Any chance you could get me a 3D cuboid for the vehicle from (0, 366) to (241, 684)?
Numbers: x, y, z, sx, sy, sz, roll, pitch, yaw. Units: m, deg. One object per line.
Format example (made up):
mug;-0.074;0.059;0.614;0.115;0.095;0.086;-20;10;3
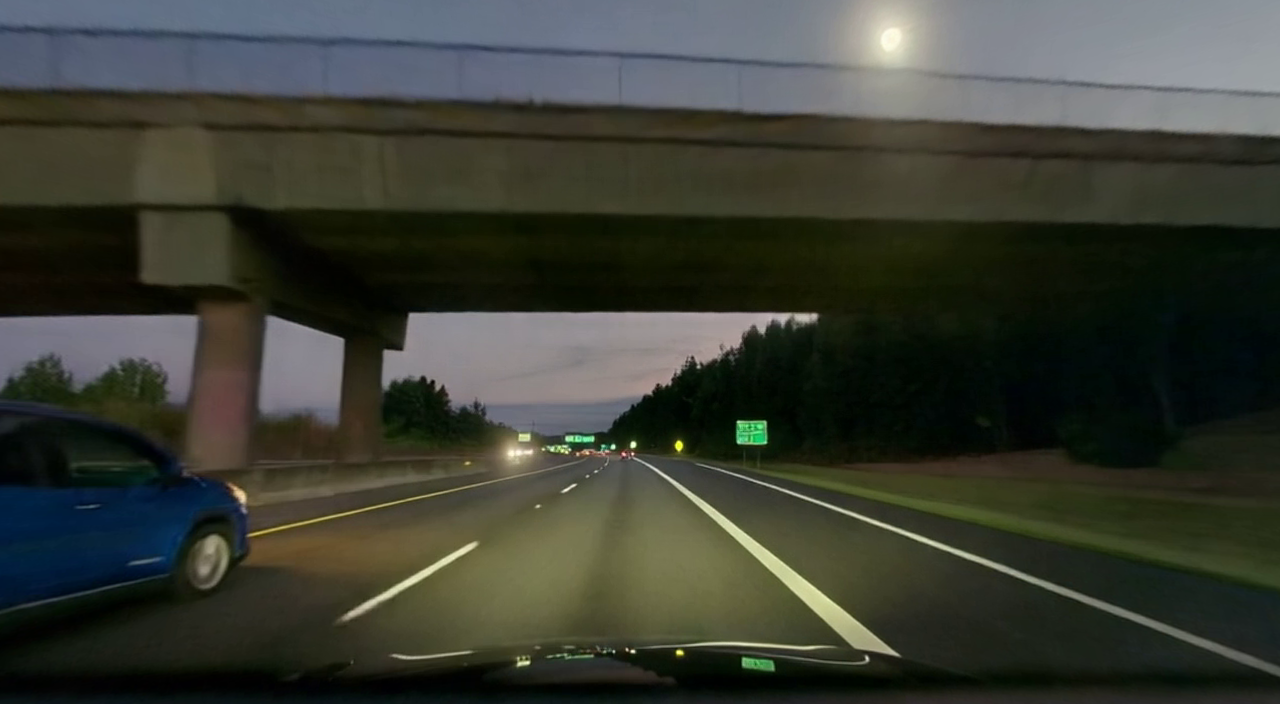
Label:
vehicle;-4.673;0.912;3.173;2.221;1.750;4.706;0;-9;0
